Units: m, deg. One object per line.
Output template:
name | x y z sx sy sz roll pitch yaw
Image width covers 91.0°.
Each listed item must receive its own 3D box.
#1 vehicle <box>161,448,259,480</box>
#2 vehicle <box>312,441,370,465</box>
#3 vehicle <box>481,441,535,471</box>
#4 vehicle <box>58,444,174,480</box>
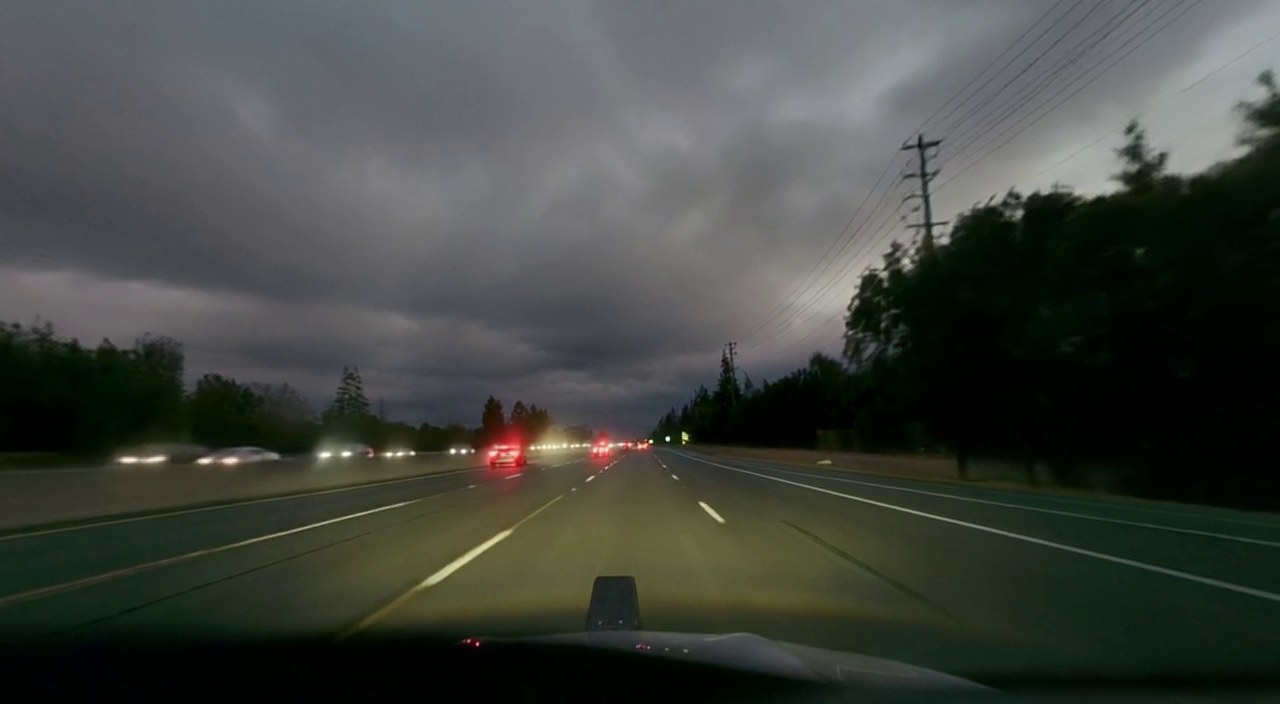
vehicle | -21.679 5.649 31.989 1.855 1.496 4.408 0 -9 0
vehicle | -21.621 7.340 45.763 1.934 1.598 4.794 0 -9 0
vehicle | -7.412 5.877 35.793 2.034 1.563 4.476 0 -9 1
vehicle | -25.382 5.320 30.728 1.897 1.611 4.344 0 -9 0
